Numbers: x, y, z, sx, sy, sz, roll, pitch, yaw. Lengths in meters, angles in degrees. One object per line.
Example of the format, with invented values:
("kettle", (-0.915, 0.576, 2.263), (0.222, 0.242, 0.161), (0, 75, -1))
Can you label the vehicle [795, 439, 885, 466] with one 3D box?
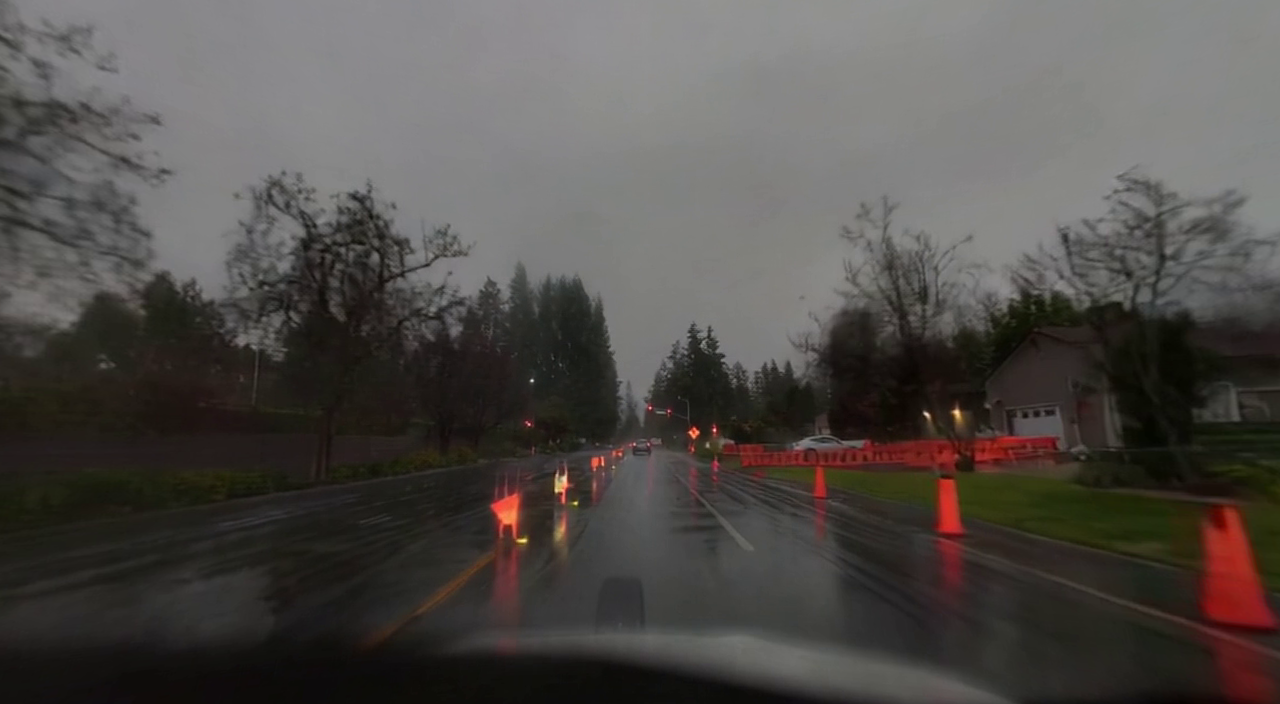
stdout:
("vehicle", (11.122, 5.601, 35.250), (4.463, 1.466, 1.813), (-1, -8, 5))

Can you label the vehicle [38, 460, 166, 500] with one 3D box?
("vehicle", (-23.425, 5.569, 27.632), (1.952, 1.511, 4.147), (0, -9, -1))
